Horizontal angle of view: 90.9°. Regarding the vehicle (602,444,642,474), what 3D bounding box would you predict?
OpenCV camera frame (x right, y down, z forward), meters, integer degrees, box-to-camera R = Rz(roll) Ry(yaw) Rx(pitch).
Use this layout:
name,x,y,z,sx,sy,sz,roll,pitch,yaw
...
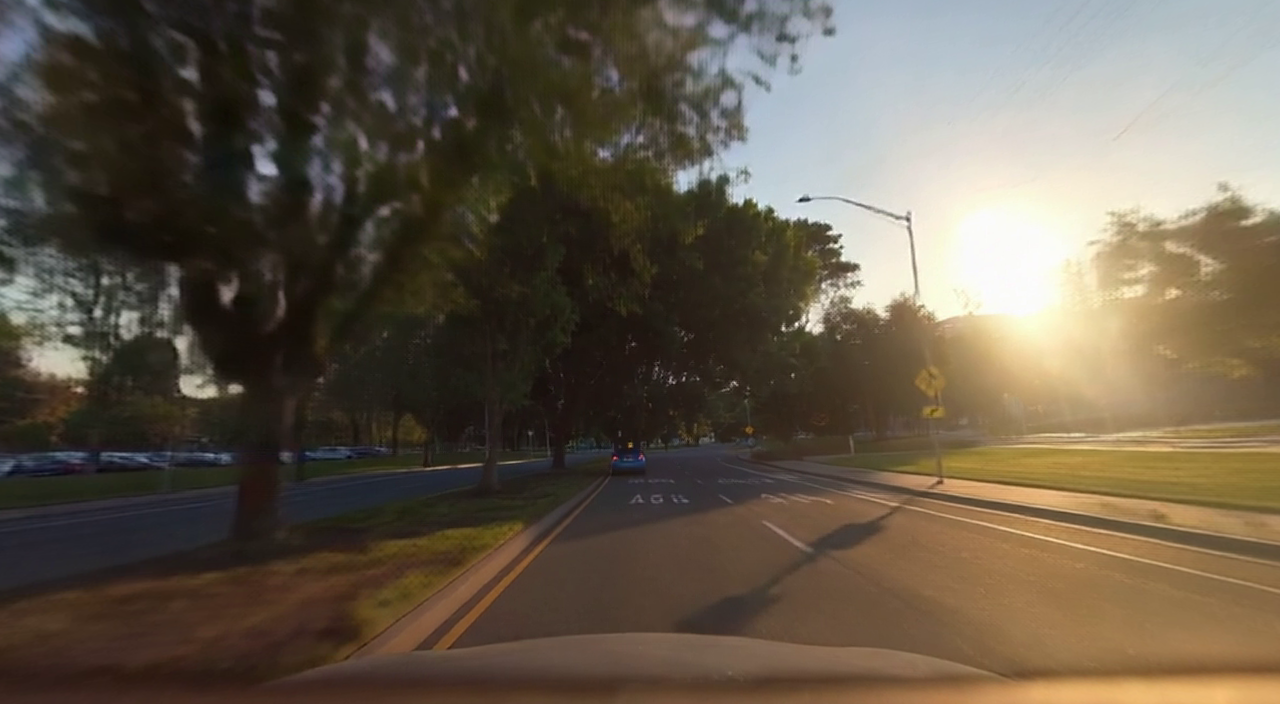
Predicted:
name,x,y,z,sx,sy,sz,roll,pitch,yaw
vehicle,-0.905,5.663,33.683,1.978,1.499,3.915,-1,-8,1

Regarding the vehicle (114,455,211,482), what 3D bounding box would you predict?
name,x,y,z,sx,sy,sz,roll,pitch,yaw
vehicle,-30.328,7.403,40.180,4.455,1.566,2.029,0,-8,-2

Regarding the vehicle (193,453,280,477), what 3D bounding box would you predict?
name,x,y,z,sx,sy,sz,roll,pitch,yaw
vehicle,-30.389,8.513,47.622,4.923,1.697,2.209,0,-8,-4

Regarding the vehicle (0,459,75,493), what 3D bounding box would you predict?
name,x,y,z,sx,sy,sz,roll,pitch,yaw
vehicle,-30.080,5.892,30.014,4.333,1.448,2.097,-1,-8,2
